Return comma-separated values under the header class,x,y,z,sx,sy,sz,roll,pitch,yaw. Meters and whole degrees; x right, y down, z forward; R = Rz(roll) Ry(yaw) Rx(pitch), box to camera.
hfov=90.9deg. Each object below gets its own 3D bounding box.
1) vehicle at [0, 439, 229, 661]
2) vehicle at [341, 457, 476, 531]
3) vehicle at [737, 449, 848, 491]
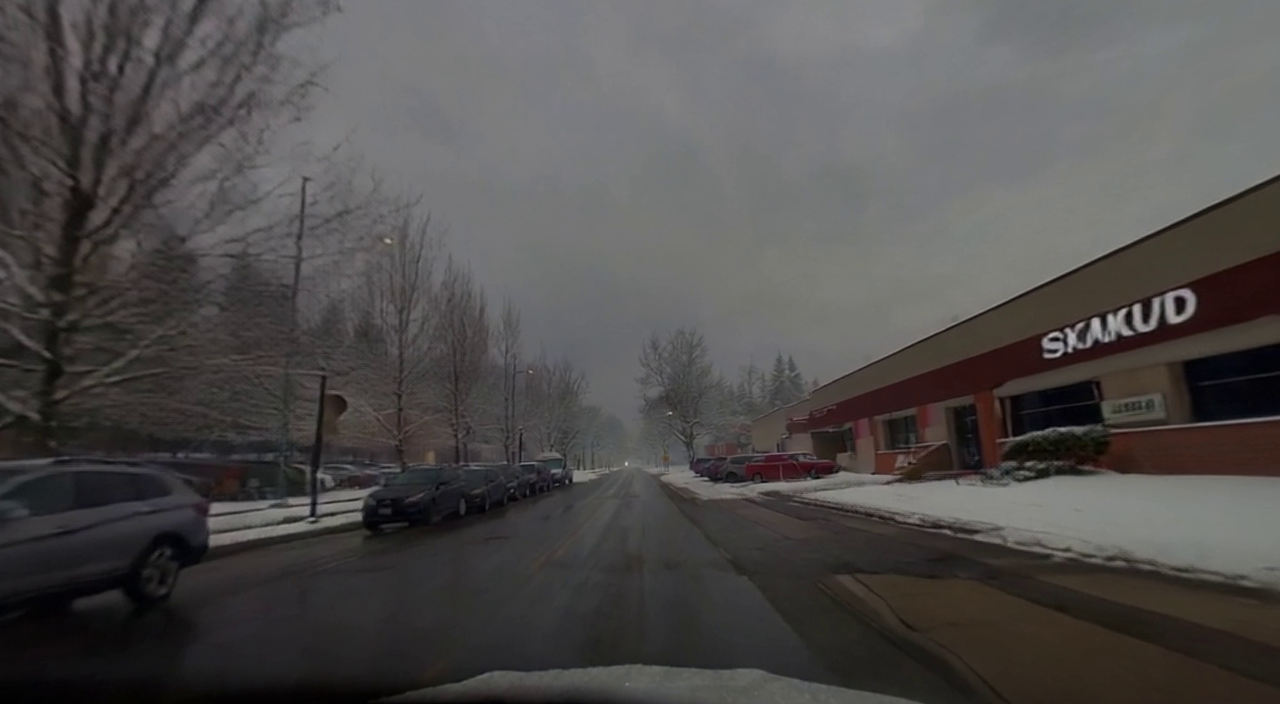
class,x,y,z,sx,sy,sz,roll,pitch,yaw
vehicle,-5.826,1.618,5.366,1.777,1.687,4.116,0,-11,0
vehicle,-5.792,3.628,16.455,1.832,1.623,4.424,1,-11,0
vehicle,6.385,5.030,26.793,4.193,1.665,1.924,1,-11,-2
